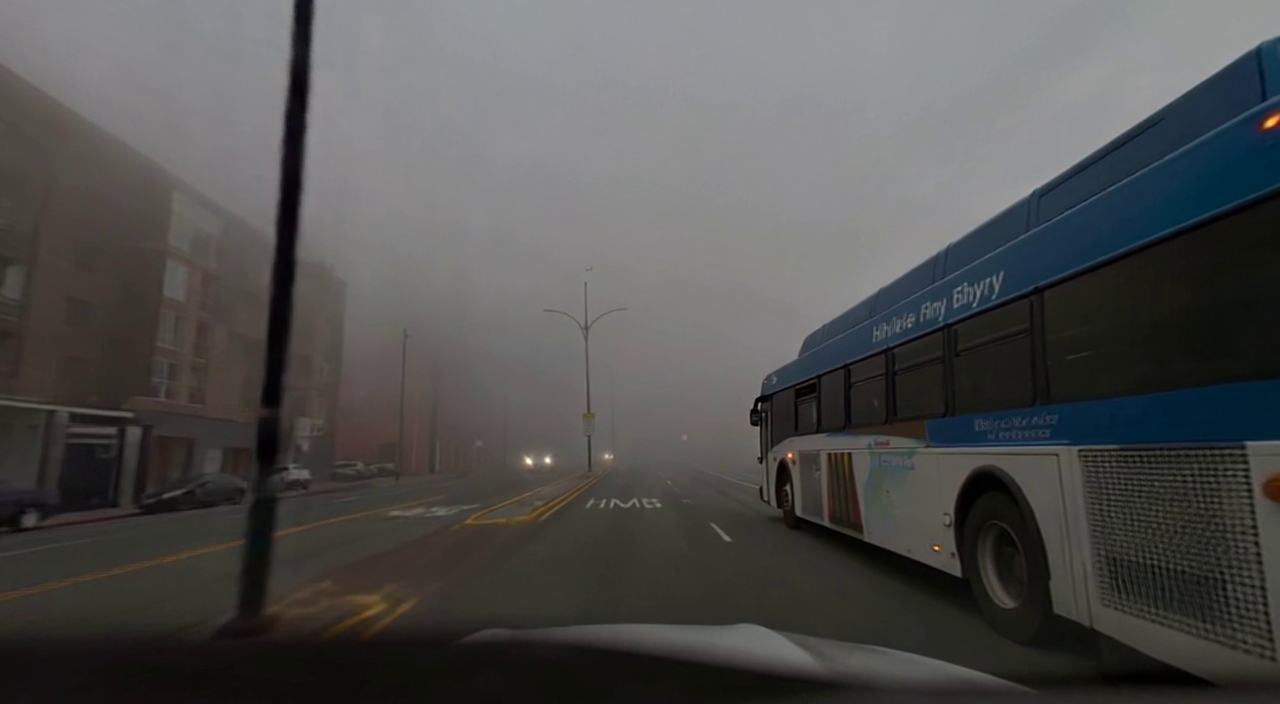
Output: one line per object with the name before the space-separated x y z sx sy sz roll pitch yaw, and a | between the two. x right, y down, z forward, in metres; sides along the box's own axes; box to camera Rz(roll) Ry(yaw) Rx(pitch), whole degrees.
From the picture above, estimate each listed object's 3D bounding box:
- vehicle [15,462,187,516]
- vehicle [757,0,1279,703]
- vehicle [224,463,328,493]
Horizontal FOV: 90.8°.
vehicle | -19.285 4.883 22.784 4.325 1.777 1.948 0 -9 -1
vehicle | 4.043 0.579 5.918 3.194 3.345 12.428 0 -8 -2
vehicle | -19.549 6.760 34.057 4.409 1.508 1.803 0 -9 -3
